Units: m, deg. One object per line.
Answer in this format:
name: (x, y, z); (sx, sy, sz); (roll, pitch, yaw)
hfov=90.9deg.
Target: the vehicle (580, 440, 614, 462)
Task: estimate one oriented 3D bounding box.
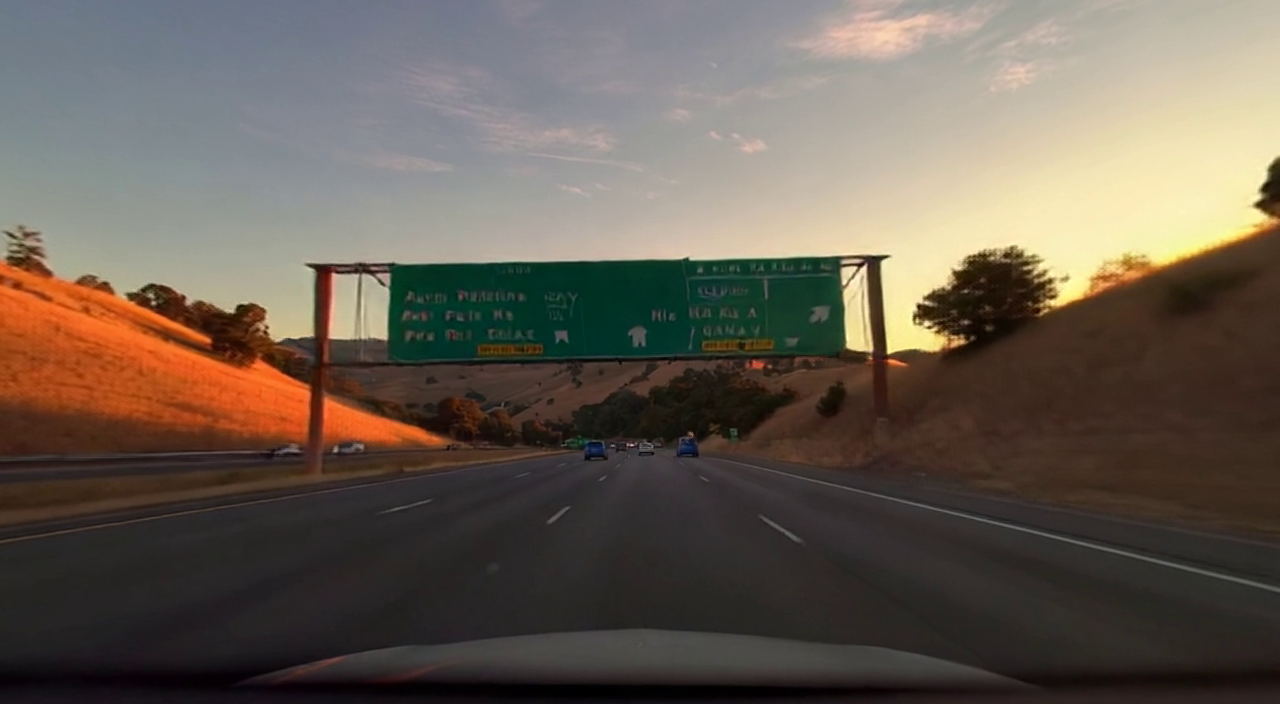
vehicle: (-3.227, 7.453, 47.757); (2.159, 1.562, 4.441); (-1, -8, 1)
